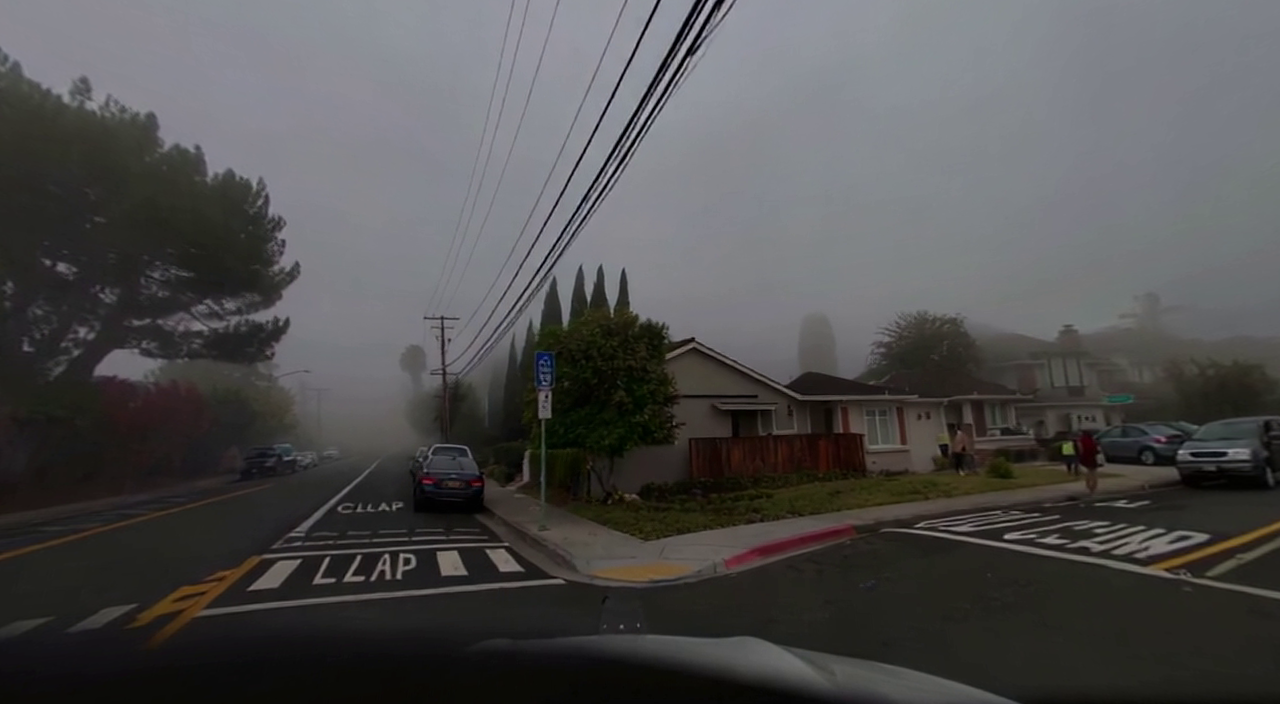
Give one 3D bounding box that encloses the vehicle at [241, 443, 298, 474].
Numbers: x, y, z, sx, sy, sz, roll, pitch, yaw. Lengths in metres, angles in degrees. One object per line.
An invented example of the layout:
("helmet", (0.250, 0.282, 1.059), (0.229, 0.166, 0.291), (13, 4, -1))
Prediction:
("vehicle", (-23.074, 6.612, 39.550), (2.203, 1.787, 4.704), (3, -9, -21))
